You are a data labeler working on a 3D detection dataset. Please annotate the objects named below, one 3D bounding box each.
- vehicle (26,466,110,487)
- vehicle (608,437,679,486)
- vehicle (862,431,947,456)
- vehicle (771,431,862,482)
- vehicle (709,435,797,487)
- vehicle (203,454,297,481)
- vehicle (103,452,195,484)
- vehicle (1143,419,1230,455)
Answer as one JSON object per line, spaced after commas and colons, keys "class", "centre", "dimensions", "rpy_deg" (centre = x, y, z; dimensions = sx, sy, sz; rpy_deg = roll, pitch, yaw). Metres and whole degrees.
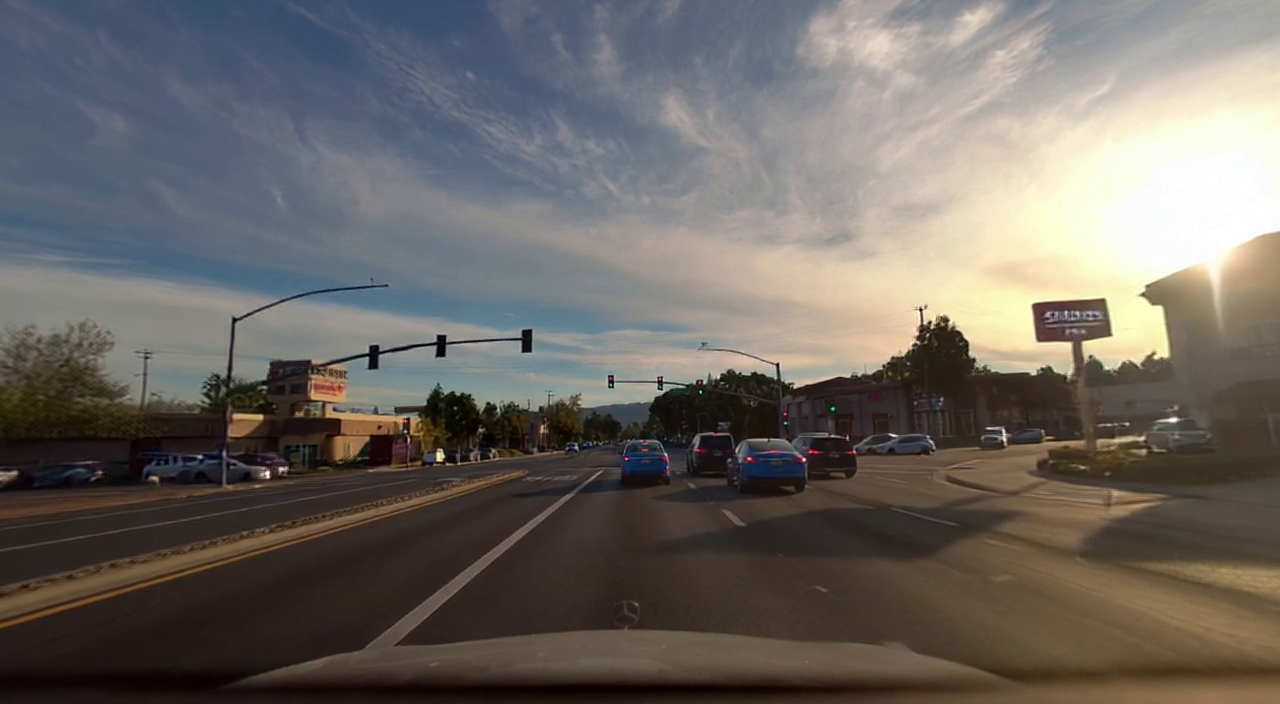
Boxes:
{"class": "vehicle", "centre": [-44.512, 9.697, 49.220], "dimensions": [4.604, 1.447, 1.892], "rpy_deg": [0, -9, -3]}
{"class": "vehicle", "centre": [0.053, 3.610, 21.124], "dimensions": [2.135, 1.468, 4.076], "rpy_deg": [0, -8, -1]}
{"class": "vehicle", "centre": [20.013, 6.950, 47.957], "dimensions": [5.438, 1.776, 2.032], "rpy_deg": [0, -8, 0]}
{"class": "vehicle", "centre": [6.400, 3.829, 23.457], "dimensions": [2.009, 1.700, 4.275], "rpy_deg": [0, -8, -1]}
{"class": "vehicle", "centre": [3.493, 3.493, 20.526], "dimensions": [1.889, 1.473, 4.643], "rpy_deg": [0, -8, -1]}
{"class": "vehicle", "centre": [-26.277, 7.800, 42.712], "dimensions": [4.780, 1.669, 2.232], "rpy_deg": [0, -8, -2]}
{"class": "vehicle", "centre": [-38.273, 9.016, 49.344], "dimensions": [5.135, 2.388, 2.288], "rpy_deg": [0, -9, -1]}
{"class": "vehicle", "centre": [25.896, 4.092, 30.145], "dimensions": [2.222, 1.538, 4.817], "rpy_deg": [-5, -10, 30]}
